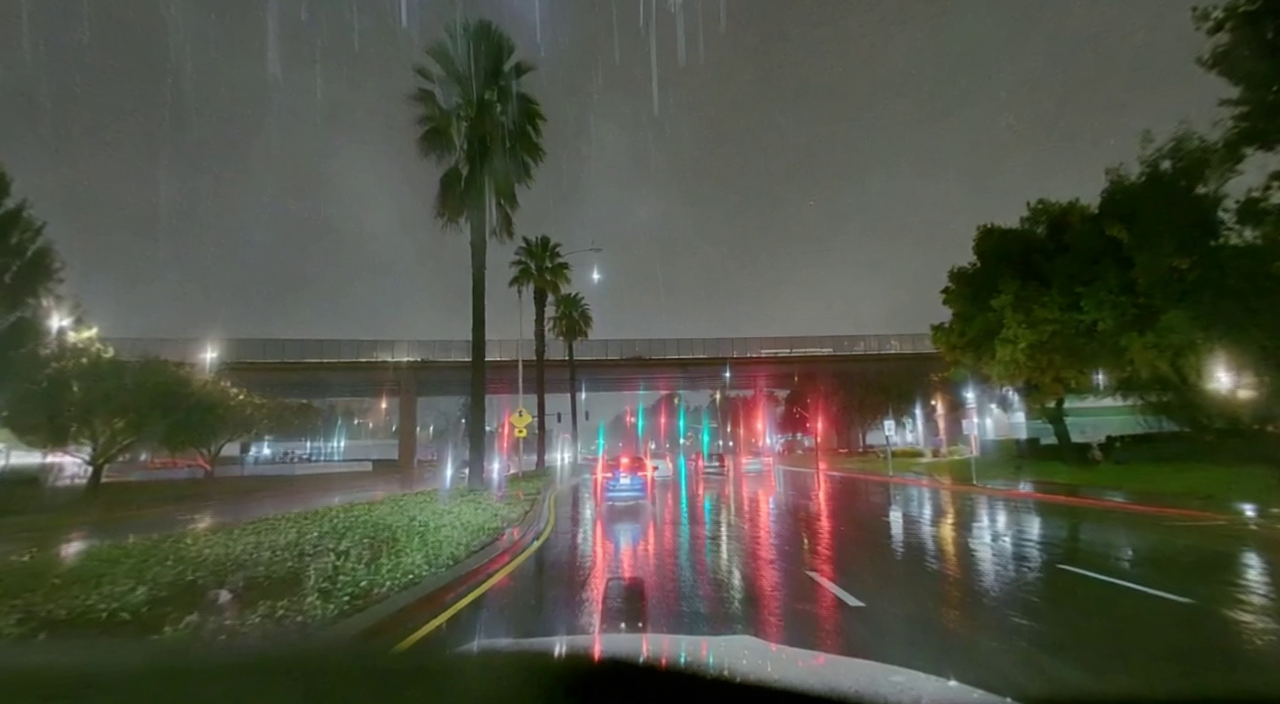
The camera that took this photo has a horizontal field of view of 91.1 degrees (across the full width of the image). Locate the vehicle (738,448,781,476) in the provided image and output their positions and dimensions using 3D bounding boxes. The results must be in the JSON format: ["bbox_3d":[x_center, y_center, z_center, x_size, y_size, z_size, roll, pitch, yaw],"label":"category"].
[{"bbox_3d":[8.239,7.625,43.743,2.027,1.780,4.518,0,-9,0],"label":"vehicle"}]

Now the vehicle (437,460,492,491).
[{"bbox_3d":[-9.765,6.898,35.311,1.937,1.521,4.523,0,-9,-2],"label":"vehicle"}]

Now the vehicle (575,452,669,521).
[{"bbox_3d":[-0.468,3.377,16.264,2.111,1.506,4.018,0,-9,-2],"label":"vehicle"}]

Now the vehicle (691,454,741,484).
[{"bbox_3d":[4.149,6.472,34.986,2.119,1.509,4.495,0,-9,-1],"label":"vehicle"}]
